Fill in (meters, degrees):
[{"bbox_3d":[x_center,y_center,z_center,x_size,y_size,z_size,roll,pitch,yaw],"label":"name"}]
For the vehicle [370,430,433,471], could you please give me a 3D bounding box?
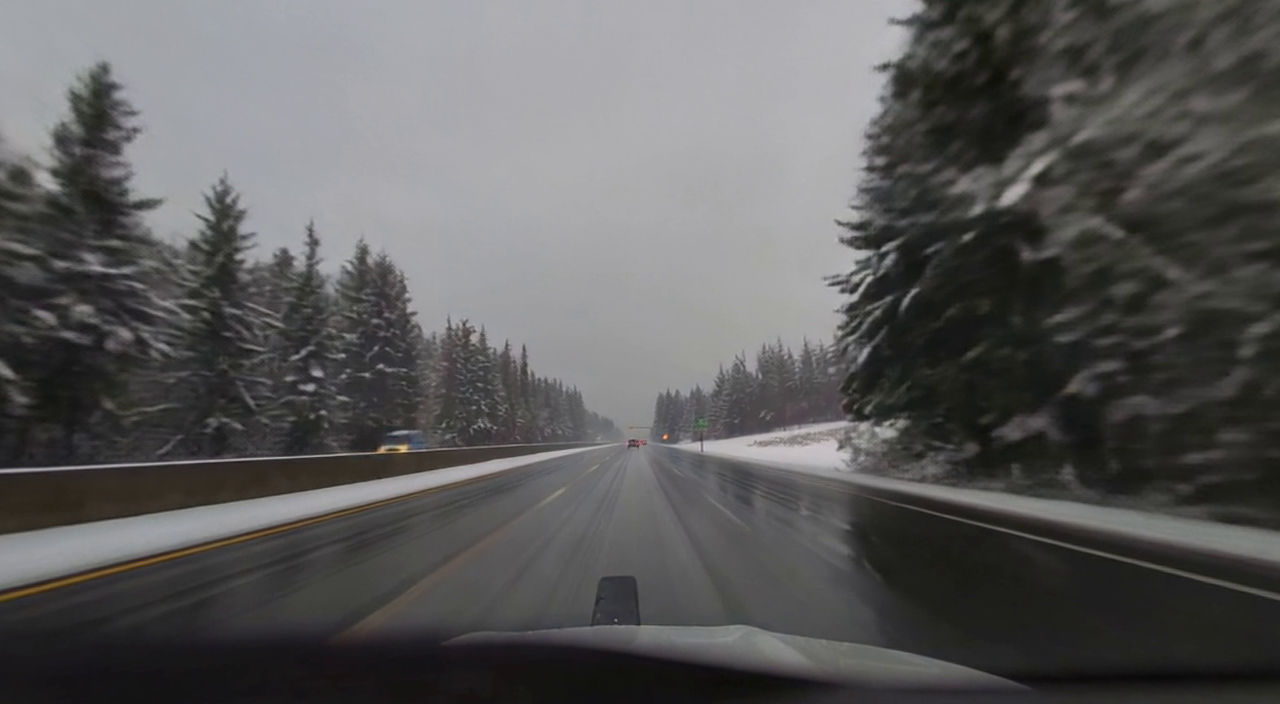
[{"bbox_3d":[-17.047,7.055,45.351,2.274,2.678,5.688,0,-8,-1],"label":"vehicle"}]
